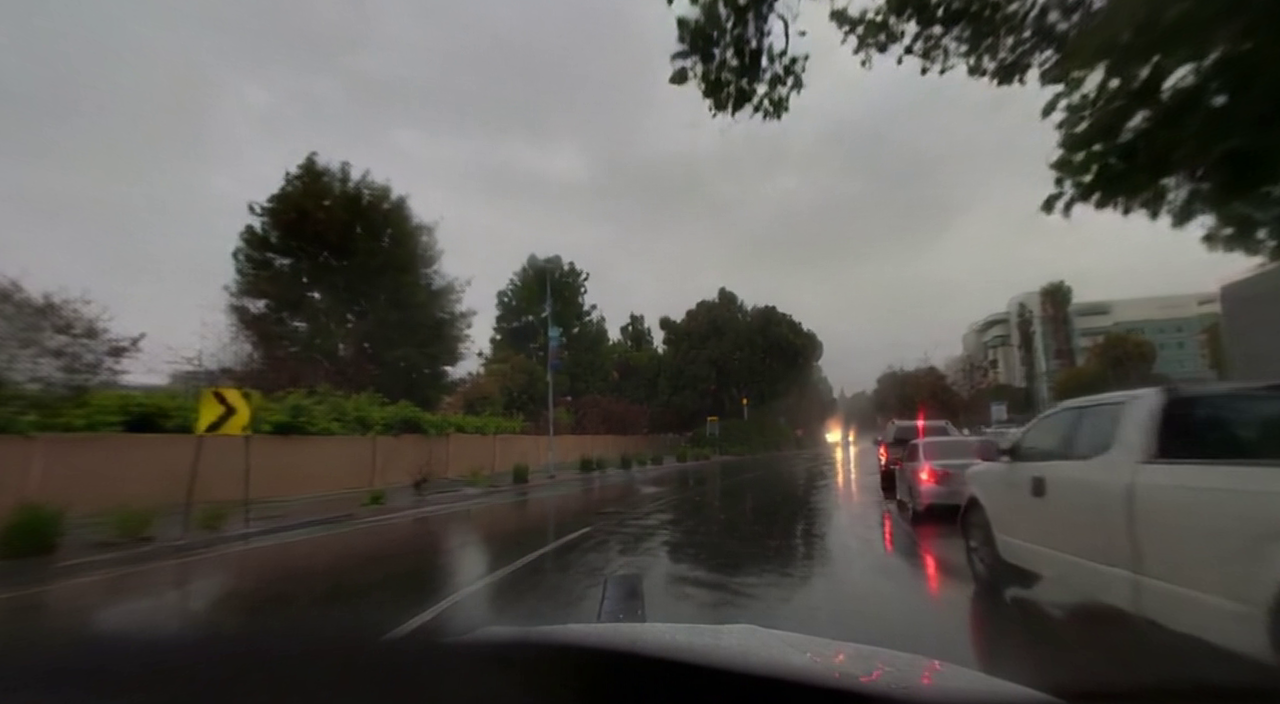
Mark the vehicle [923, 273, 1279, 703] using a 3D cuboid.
[{"bbox_3d":[3.821,0.836,3.386,2.483,1.978,5.802,-1,-9,7],"label":"vehicle"}]
